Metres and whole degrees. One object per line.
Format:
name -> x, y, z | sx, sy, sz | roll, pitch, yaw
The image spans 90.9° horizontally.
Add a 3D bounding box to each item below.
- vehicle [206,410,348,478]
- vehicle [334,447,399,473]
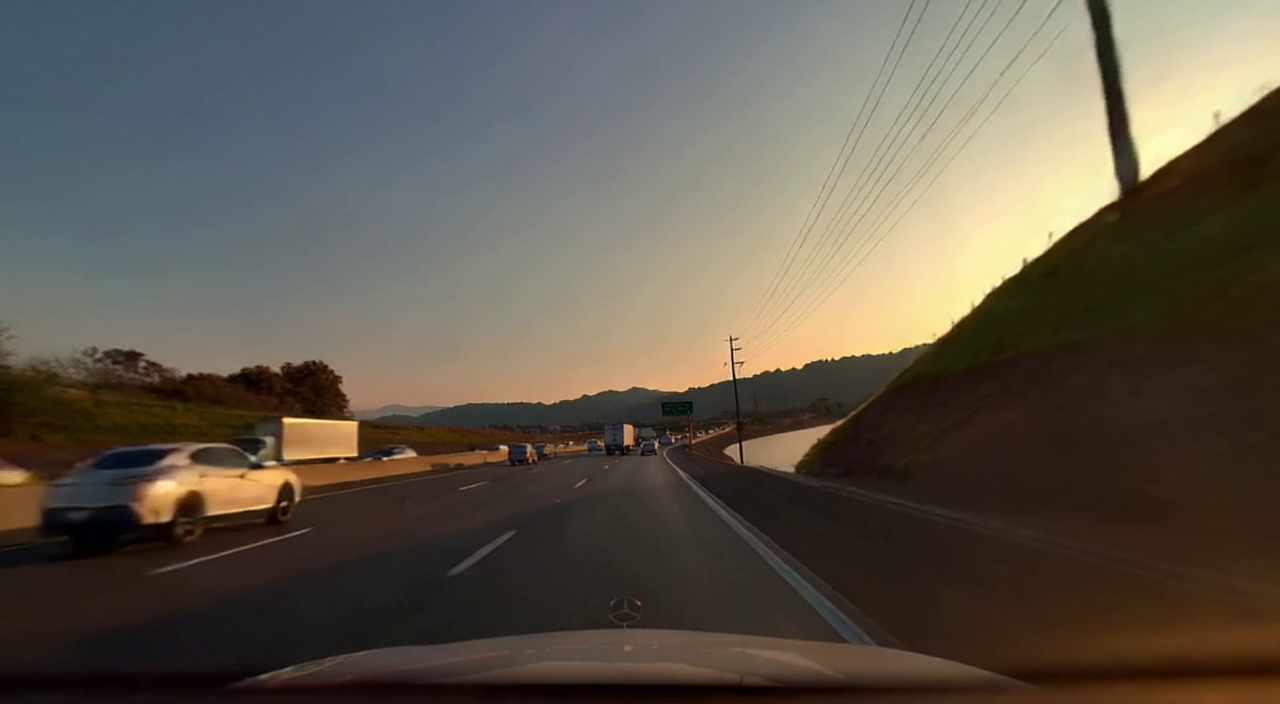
vehicle -> -24.356, 6.325, 43.460 | 2.961, 4.007, 11.214 | 0, -8, 1
vehicle -> -16.705, 6.620, 38.754 | 1.897, 1.459, 4.402 | 0, -8, 1
